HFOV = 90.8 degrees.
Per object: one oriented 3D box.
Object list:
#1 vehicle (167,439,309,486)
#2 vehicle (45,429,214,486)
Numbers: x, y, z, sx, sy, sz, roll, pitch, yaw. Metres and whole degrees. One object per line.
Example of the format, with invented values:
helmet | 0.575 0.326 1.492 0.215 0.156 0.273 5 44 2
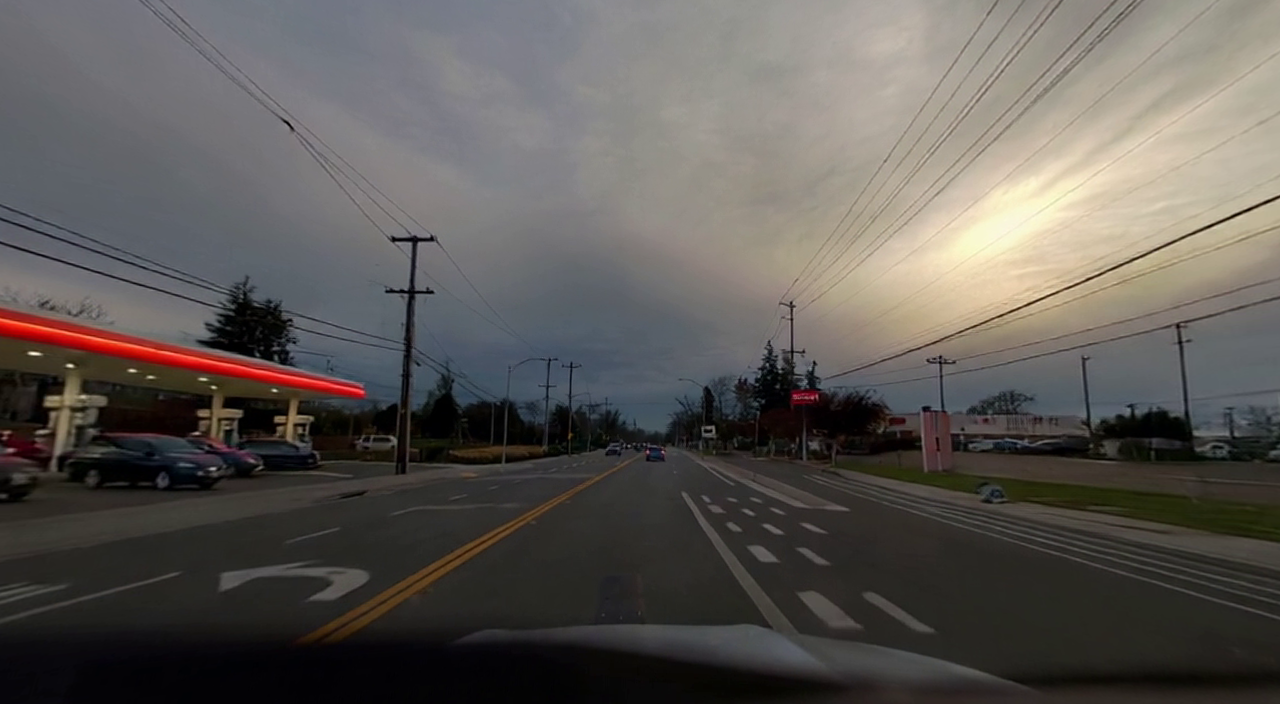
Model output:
vehicle | -13.765 3.776 22.036 1.947 1.435 4.606 0 -8 -1
vehicle | -16.883 3.490 21.243 1.928 1.708 4.344 0 -8 2
